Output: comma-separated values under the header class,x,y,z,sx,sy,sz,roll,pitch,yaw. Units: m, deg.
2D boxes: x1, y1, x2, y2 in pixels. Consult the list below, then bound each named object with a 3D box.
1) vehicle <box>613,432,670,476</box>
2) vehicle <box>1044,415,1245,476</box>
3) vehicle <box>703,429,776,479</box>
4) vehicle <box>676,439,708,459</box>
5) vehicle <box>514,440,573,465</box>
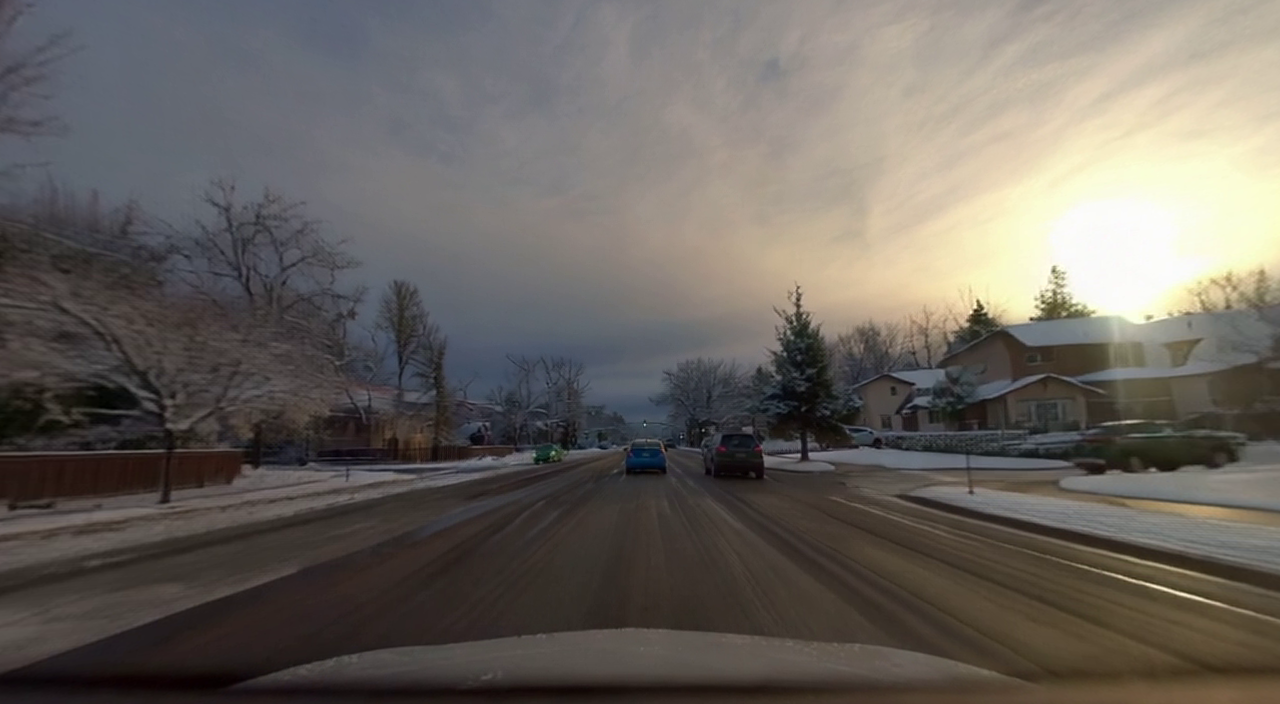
class,x,y,z,sx,sy,sz,roll,pitch,yaw
vehicle,0.077,4.242,26.398,2.200,1.653,4.127,0,-8,1
vehicle,15.346,2.862,19.392,4.378,1.754,2.007,0,-8,0
vehicle,3.654,3.858,23.989,2.024,1.711,4.512,0,-8,0
vehicle,3.934,7.409,48.324,2.099,1.463,4.130,0,-8,0
vehicle,-7.024,7.280,45.599,4.296,1.611,1.942,-10,-13,40
